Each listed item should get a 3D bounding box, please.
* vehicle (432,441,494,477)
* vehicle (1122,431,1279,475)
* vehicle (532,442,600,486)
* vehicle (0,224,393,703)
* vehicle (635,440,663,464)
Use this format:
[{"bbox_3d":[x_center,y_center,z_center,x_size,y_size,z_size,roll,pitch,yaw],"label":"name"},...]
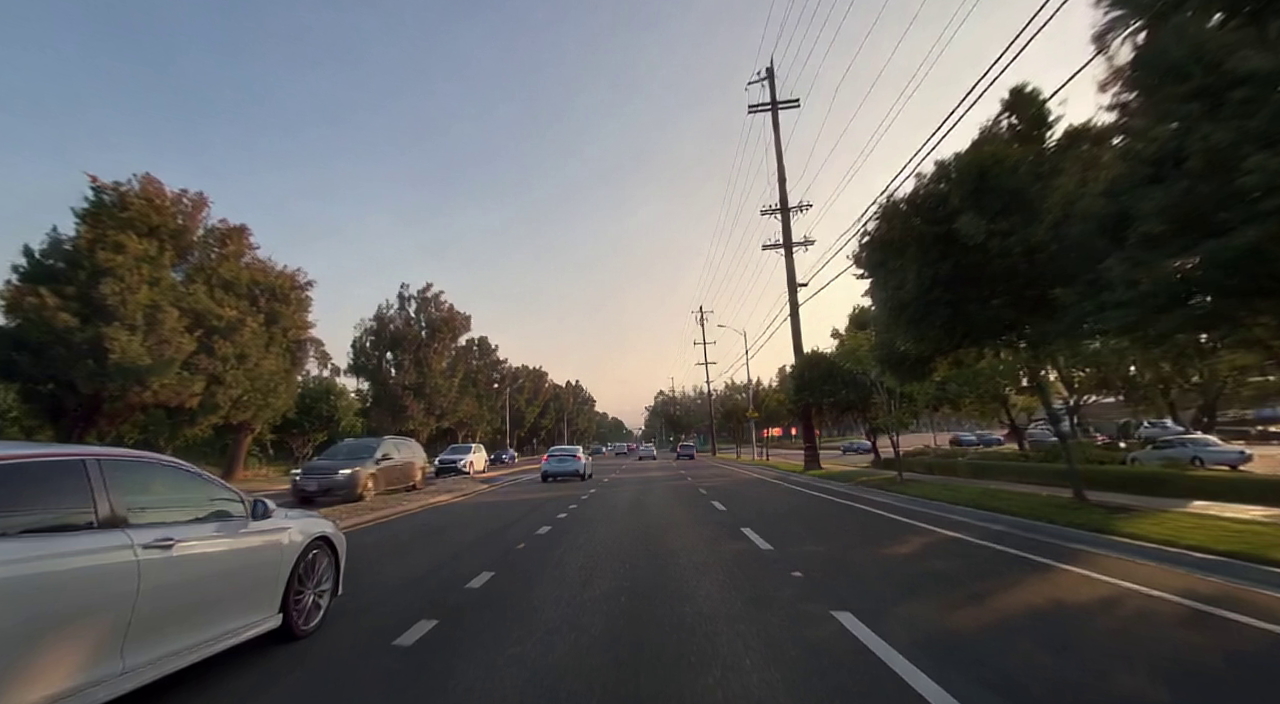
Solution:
[{"bbox_3d":[-9.457,5.732,34.096,2.030,1.772,4.513,-2,-9,1],"label":"vehicle"},{"bbox_3d":[20.348,3.654,22.899,4.001,1.471,1.986,0,-9,-3],"label":"vehicle"},{"bbox_3d":[-2.634,4.105,23.361,1.982,1.451,4.152,0,-9,1],"label":"vehicle"},{"bbox_3d":[-3.023,0.611,1.689,2.381,1.961,5.563,0,-9,1],"label":"vehicle"},{"bbox_3d":[0.676,7.862,49.802,2.155,1.781,3.977,0,-9,0],"label":"vehicle"}]
